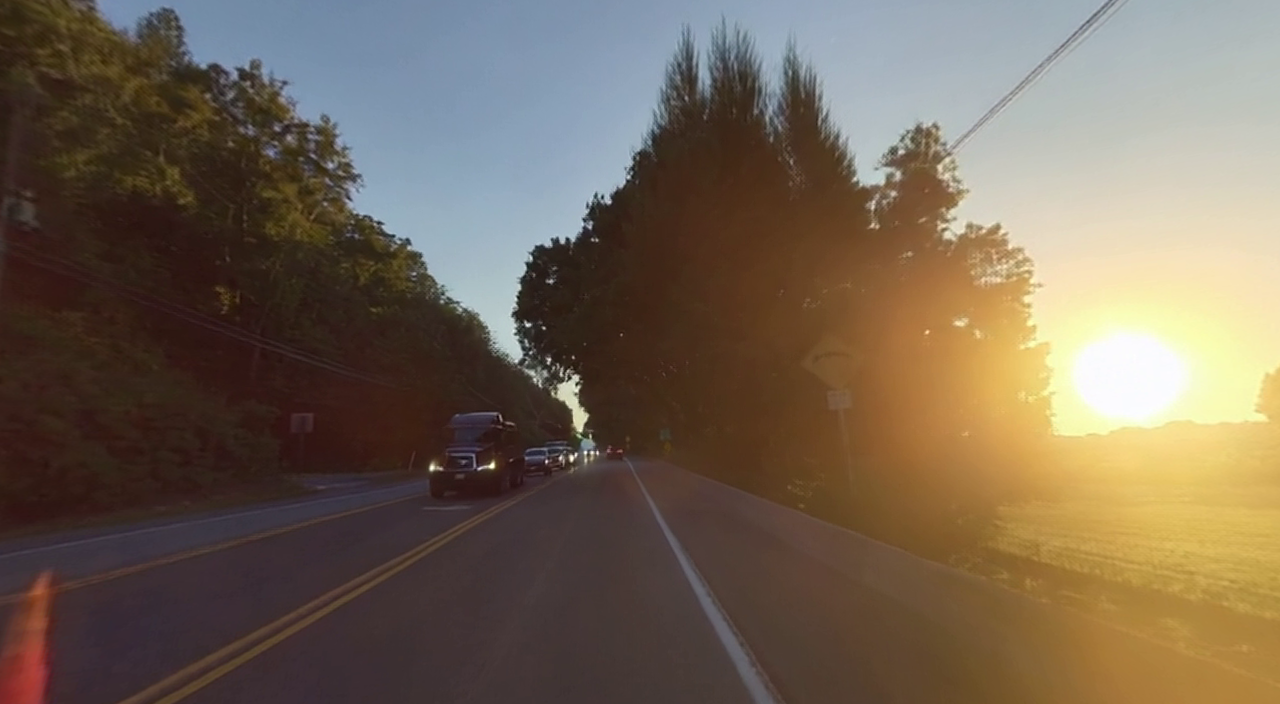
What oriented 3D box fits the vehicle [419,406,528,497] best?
[{"bbox_3d":[-4.954,3.036,19.514,2.380,2.488,4.028,0,-8,-2],"label":"vehicle"}]
